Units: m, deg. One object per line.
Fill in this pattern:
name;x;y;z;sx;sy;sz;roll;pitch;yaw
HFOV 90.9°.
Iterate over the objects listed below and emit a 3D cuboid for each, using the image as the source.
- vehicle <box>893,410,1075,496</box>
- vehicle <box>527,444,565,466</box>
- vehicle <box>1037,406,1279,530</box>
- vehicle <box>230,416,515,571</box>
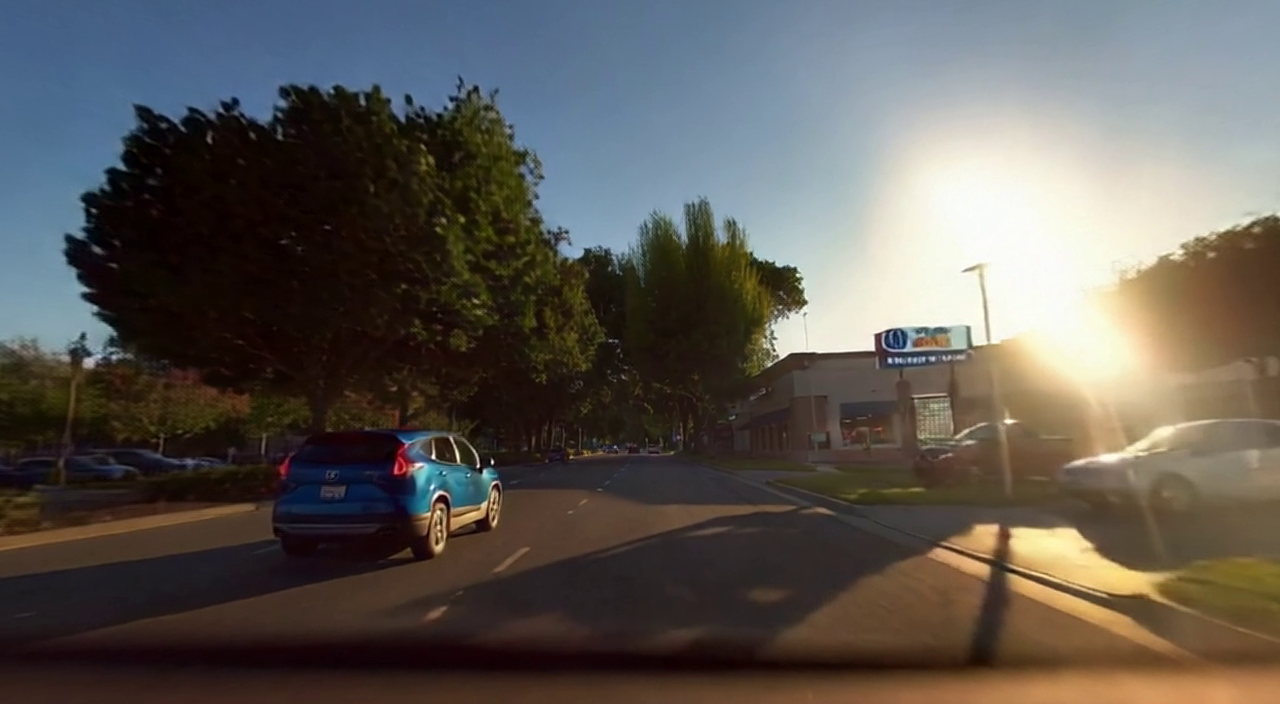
vehicle;9.118;2.606;16.570;4.985;1.918;2.248;6;-11;-37
vehicle;-6.771;7.406;45.658;1.990;1.483;4.410;0;-8;1
vehicle;9.809;1.823;10.316;2.146;1.797;4.990;4;-10;-37
vehicle;-3.312;1.827;8.928;2.127;1.654;4.121;0;-8;1
